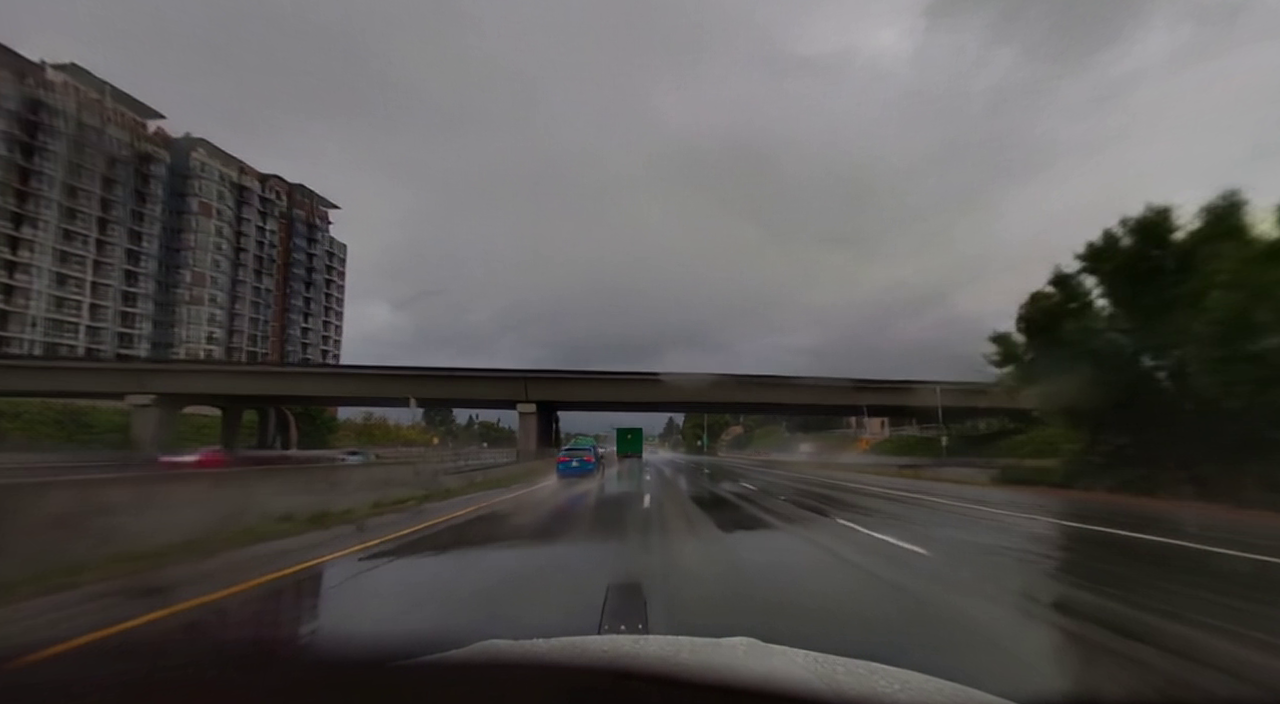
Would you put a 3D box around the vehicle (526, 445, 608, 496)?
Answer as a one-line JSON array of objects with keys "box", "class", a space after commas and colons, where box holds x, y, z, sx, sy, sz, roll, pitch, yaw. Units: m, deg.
[{"box": [-2.252, 3.838, 20.764, 2.039, 1.478, 4.483, 0, -9, 2], "class": "vehicle"}]
